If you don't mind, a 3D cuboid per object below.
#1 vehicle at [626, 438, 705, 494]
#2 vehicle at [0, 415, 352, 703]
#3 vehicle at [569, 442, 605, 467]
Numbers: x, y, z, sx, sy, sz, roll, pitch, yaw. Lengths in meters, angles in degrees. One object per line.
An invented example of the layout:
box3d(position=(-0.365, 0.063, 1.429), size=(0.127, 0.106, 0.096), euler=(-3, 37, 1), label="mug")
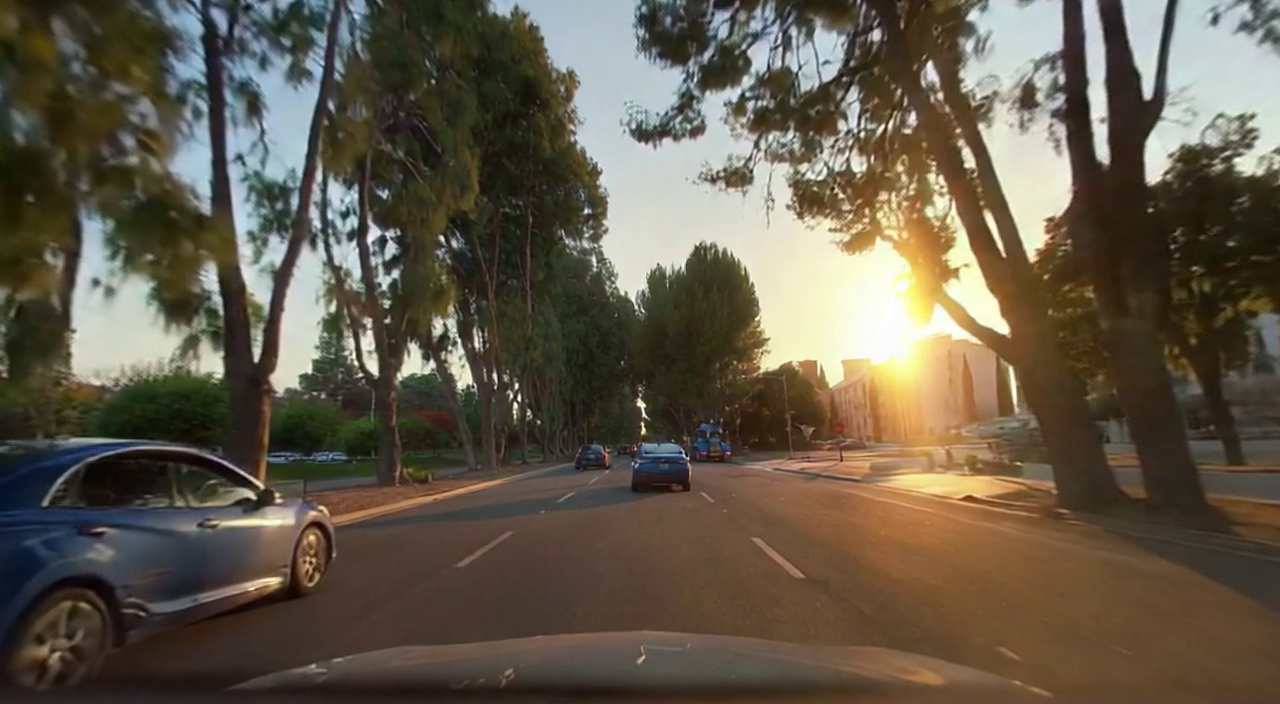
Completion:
box3d(position=(0.657, 3.312, 18.656), size=(2.086, 1.466, 4.026), euler=(0, -8, -1), label="vehicle")
box3d(position=(-4.048, 1.248, 4.138), size=(2.003, 1.507, 4.808), euler=(-1, -9, 1), label="vehicle")
box3d(position=(-3.594, 7.052, 43.554), size=(2.062, 1.641, 4.193), euler=(0, -9, 1), label="vehicle")
